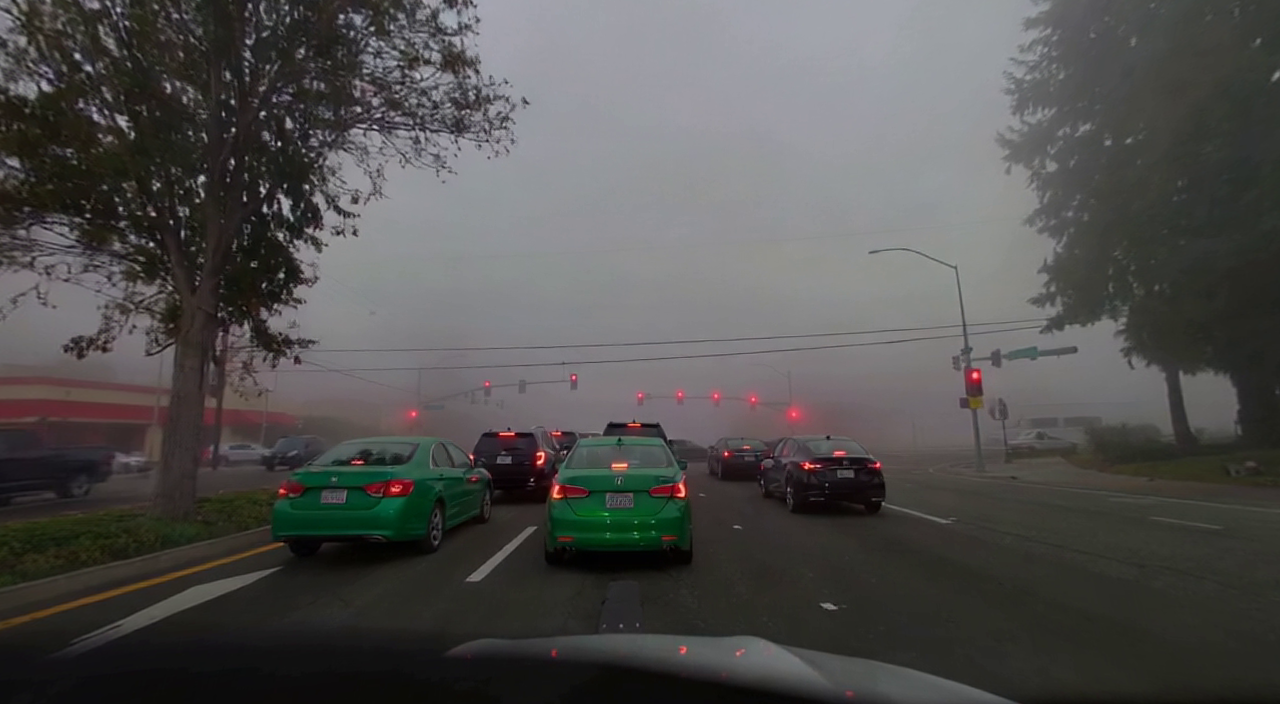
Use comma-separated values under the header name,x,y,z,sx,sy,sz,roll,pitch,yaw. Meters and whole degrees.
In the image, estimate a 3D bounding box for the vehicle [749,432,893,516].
name,x,y,z,sx,sy,sz,roll,pitch,yaw
vehicle,3.572,2.464,13.260,1.880,1.476,3.932,0,-8,1

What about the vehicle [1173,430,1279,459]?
name,x,y,z,sx,sy,sz,roll,pitch,yaw
vehicle,36.409,5.696,38.734,5.265,1.702,1.930,-5,-10,28

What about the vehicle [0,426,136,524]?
name,x,y,z,sx,sy,sz,roll,pitch,yaw
vehicle,-12.481,2.347,12.278,2.082,1.704,4.488,1,-8,-8

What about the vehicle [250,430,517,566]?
name,x,y,z,sx,sy,sz,roll,pitch,yaw
vehicle,-3.187,1.886,8.943,1.917,1.441,4.128,-1,-8,2

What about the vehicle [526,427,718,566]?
name,x,y,z,sx,sy,sz,roll,pitch,yaw
vehicle,-0.197,1.825,8.702,2.041,1.450,3.847,0,-8,0
